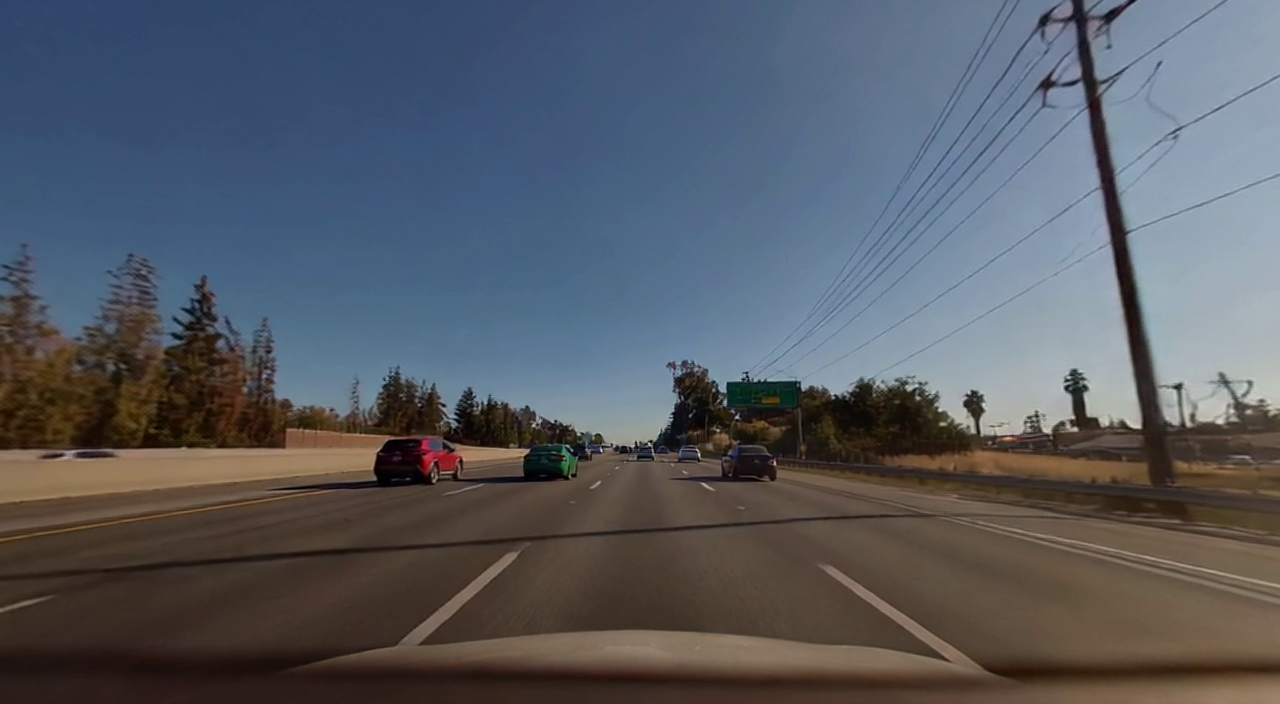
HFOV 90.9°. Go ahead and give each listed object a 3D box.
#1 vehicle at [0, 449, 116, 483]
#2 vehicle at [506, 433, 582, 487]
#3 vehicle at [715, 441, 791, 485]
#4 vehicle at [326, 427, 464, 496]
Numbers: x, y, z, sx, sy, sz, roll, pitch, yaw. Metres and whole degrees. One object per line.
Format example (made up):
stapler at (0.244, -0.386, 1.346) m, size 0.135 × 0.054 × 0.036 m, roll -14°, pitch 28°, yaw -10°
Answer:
vehicle at (-29.056, 5.628, 31.532) m, size 1.822 × 1.516 × 4.466 m, roll 0°, pitch -8°, yaw 1°
vehicle at (-3.225, 3.712, 21.983) m, size 1.961 × 1.704 × 4.052 m, roll 0°, pitch -8°, yaw 1°
vehicle at (4.139, 4.123, 23.771) m, size 1.964 × 1.479 × 4.252 m, roll 0°, pitch -8°, yaw -1°
vehicle at (-7.204, 3.270, 19.241) m, size 2.162 × 1.805 × 4.853 m, roll 0°, pitch -8°, yaw 1°
